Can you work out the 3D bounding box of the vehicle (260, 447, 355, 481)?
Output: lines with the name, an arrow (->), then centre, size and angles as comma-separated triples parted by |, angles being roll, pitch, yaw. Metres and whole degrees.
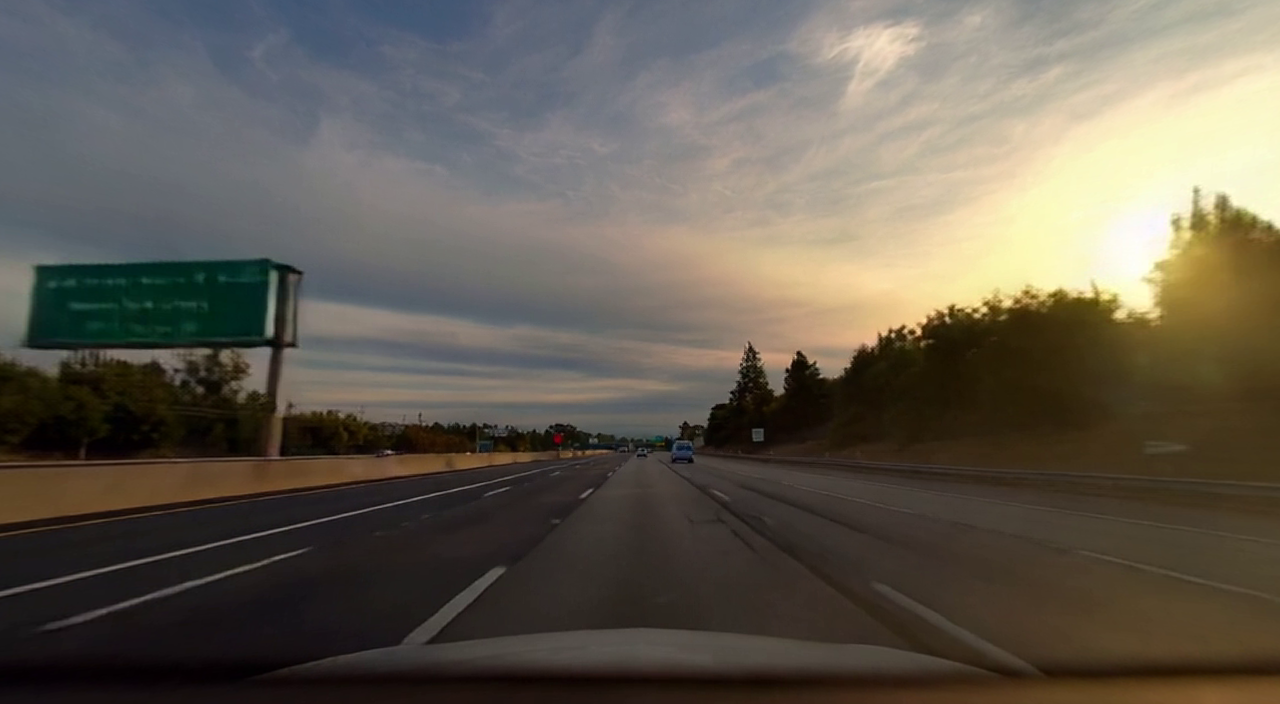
vehicle -> -15.493, 5.223, 29.668 | 1.903, 1.486, 4.666 | 0, -9, 0
